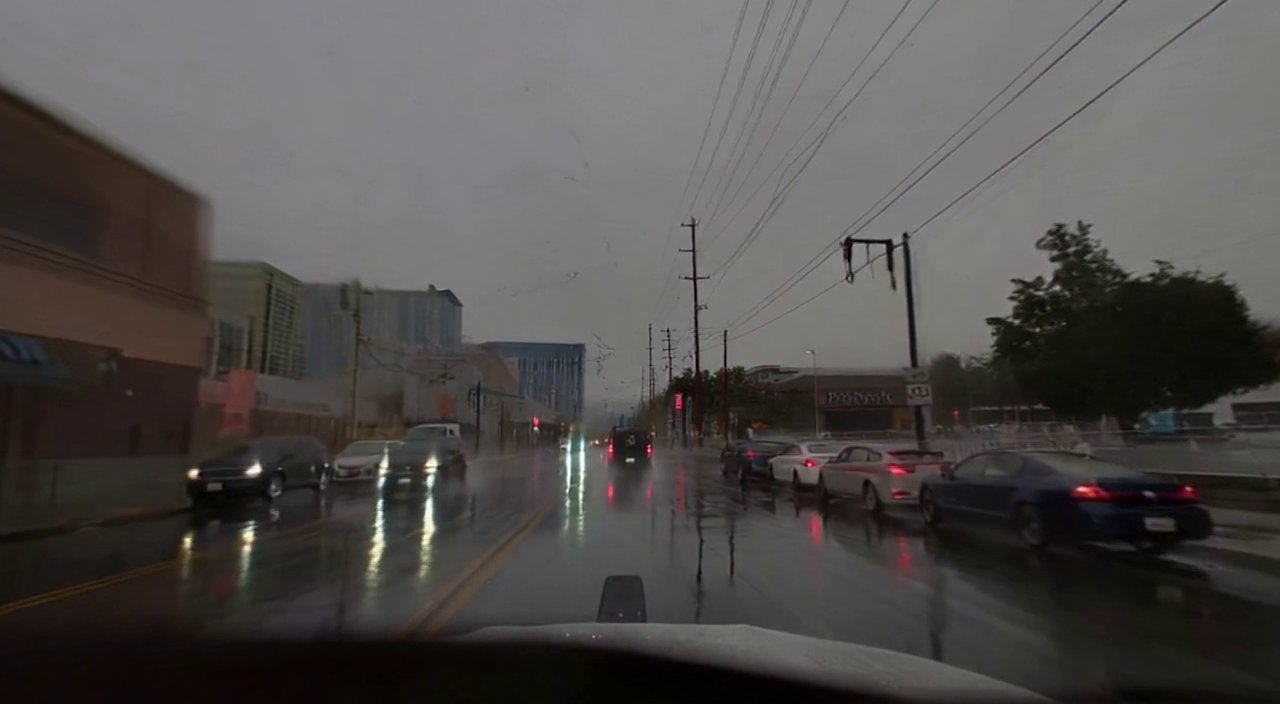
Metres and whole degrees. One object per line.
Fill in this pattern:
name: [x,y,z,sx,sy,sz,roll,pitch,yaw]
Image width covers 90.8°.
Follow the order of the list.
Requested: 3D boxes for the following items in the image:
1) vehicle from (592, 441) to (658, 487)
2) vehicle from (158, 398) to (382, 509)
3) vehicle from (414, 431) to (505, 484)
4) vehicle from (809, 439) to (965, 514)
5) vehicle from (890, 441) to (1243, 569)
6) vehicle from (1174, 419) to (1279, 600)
vehicle: [-0.612,3.951,22.613,2.112,1.464,4.411,0,-9,-3]
vehicle: [-10.080,2.879,18.263,2.964,2.597,6.437,0,-9,-5]
vehicle: [-7.196,4.263,25.775,2.456,1.935,4.769,0,-9,-2]
vehicle: [5.552,2.823,14.816,1.943,1.507,3.816,0,-9,-3]
vehicle: [5.819,2.087,9.527,1.921,1.430,4.455,1,-9,-6]
vehicle: [6.646,1.180,4.274,1.786,1.551,4.471,1,-9,-8]
